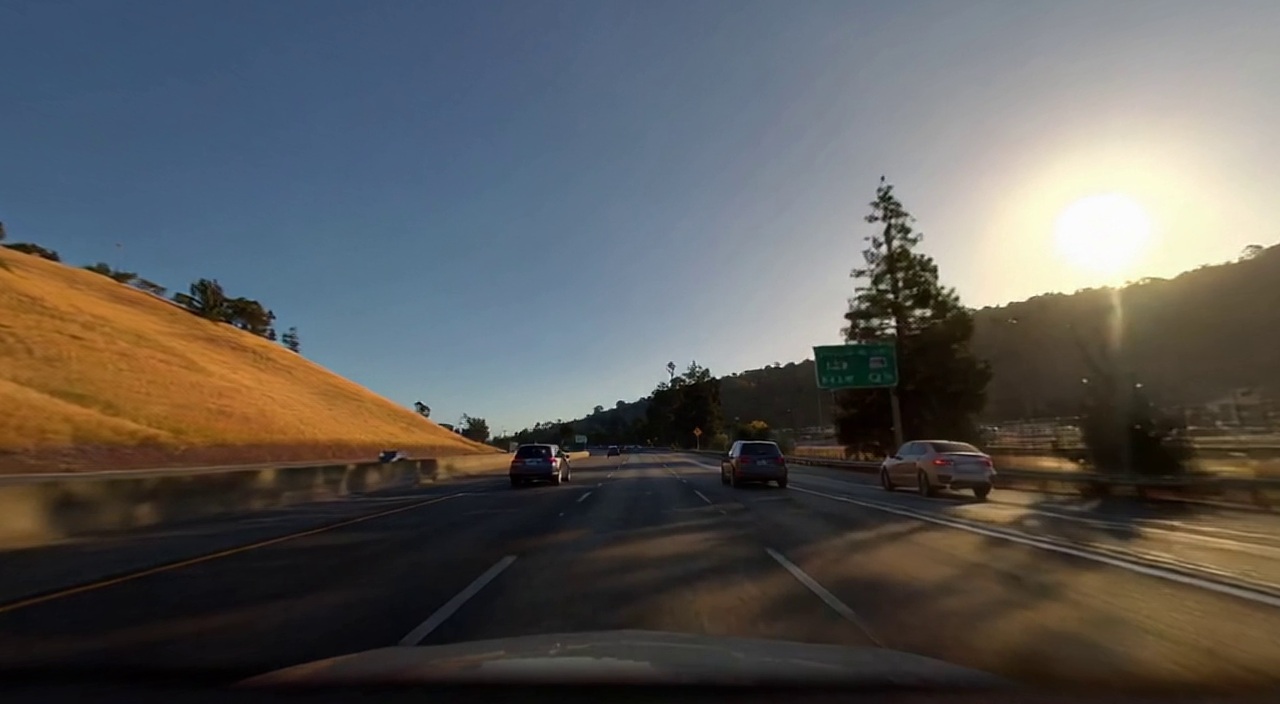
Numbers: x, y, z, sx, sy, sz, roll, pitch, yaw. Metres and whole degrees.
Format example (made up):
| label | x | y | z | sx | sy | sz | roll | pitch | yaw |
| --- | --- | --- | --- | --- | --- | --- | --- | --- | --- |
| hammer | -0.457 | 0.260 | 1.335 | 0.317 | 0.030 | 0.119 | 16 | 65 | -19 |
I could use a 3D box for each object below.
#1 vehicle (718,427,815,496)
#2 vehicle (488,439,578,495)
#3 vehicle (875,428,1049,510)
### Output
| label | x | y | z | sx | sy | sz | roll | pitch | yaw |
| --- | --- | --- | --- | --- | --- | --- | --- | --- | --- |
| vehicle | 3.924 | 3.488 | 20.521 | 2.121 | 1.925 | 5.056 | 0 | -8 | 0 |
| vehicle | -3.476 | 3.831 | 21.443 | 2.166 | 1.672 | 4.388 | -1 | -8 | 2 |
| vehicle | 7.679 | 2.802 | 15.632 | 1.998 | 1.717 | 4.338 | 0 | -8 | 0 |
